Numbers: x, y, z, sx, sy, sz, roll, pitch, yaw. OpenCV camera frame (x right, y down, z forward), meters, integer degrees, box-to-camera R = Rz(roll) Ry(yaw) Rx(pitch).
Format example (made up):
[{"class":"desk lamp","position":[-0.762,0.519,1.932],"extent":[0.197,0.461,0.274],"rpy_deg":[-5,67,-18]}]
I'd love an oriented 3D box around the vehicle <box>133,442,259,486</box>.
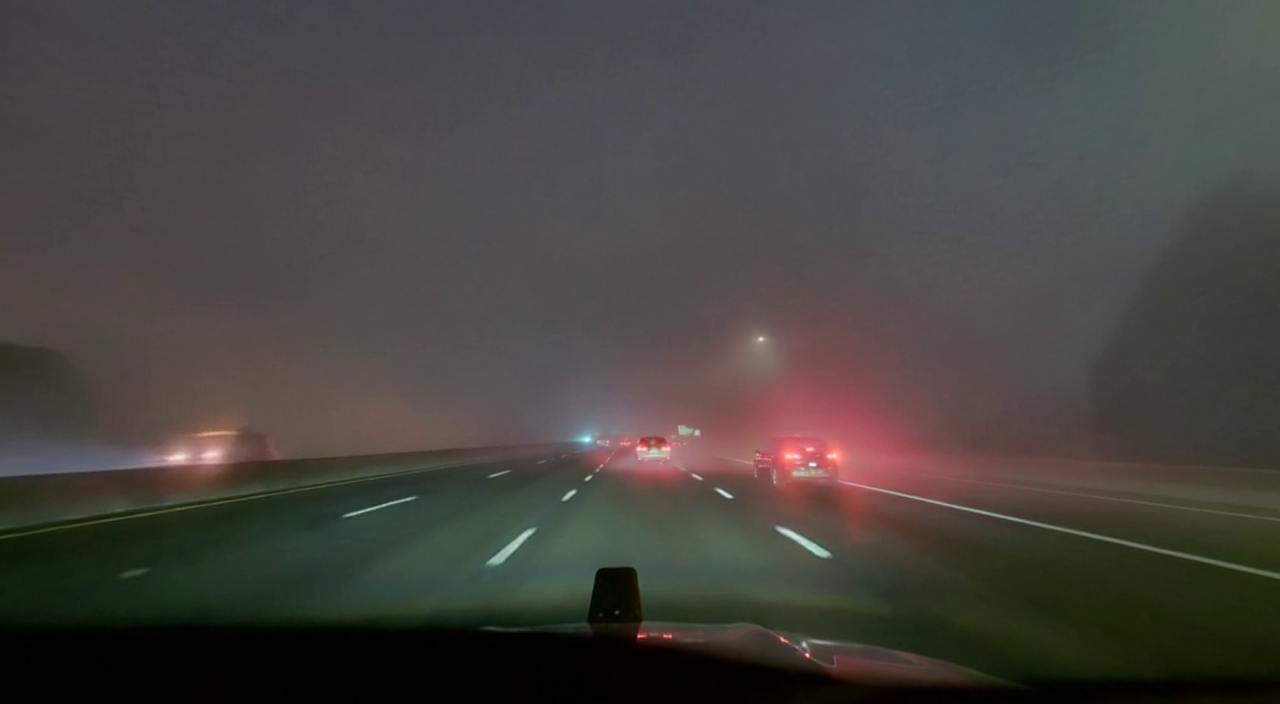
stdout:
[{"class":"vehicle","position":[-19.203,4.820,27.541],"extent":[1.890,1.677,5.012],"rpy_deg":[0,-8,0]}]

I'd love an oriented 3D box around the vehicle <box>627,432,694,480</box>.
[{"class":"vehicle","position":[0.594,3.498,21.450],"extent":[2.046,1.467,3.844],"rpy_deg":[0,-8,-2]}]
